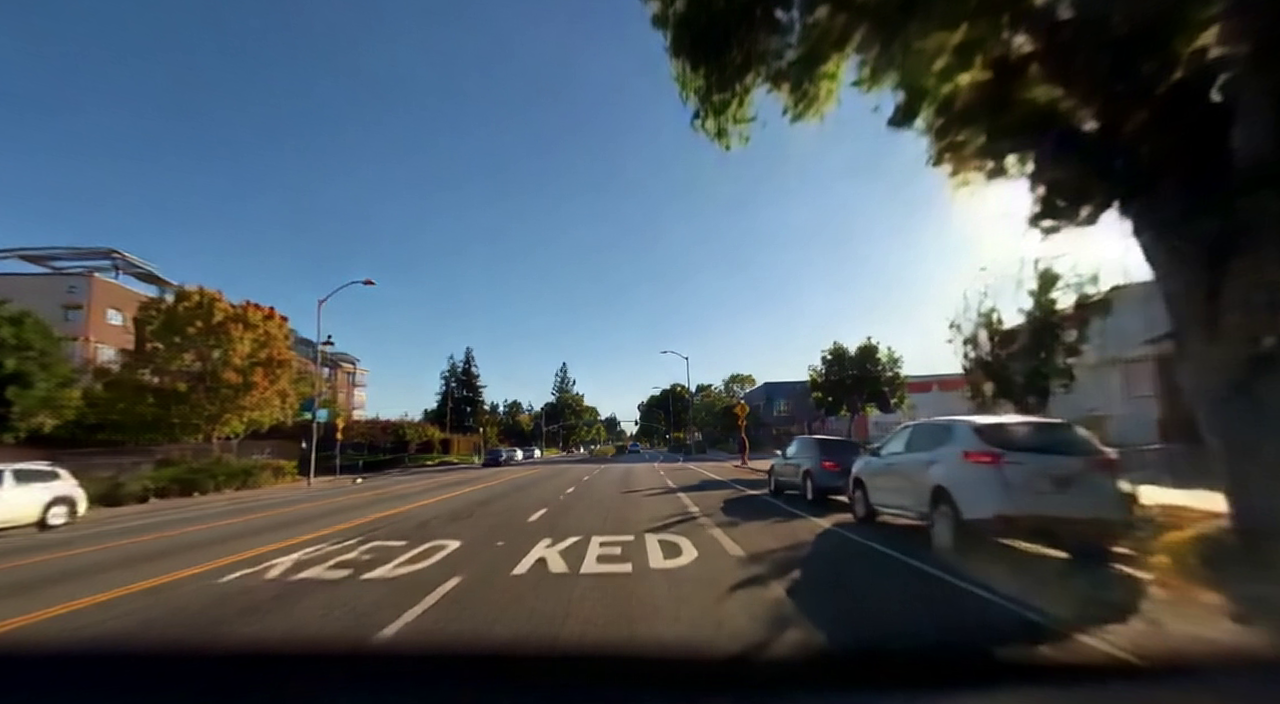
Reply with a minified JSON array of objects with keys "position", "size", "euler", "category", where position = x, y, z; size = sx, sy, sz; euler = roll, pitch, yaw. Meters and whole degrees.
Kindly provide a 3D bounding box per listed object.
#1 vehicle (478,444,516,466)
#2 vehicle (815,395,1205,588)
[{"position":[-10.793,7.802,47.995],"size":[2.022,1.569,4.275],"euler":[0,-8,-1],"category":"vehicle"},{"position":[4.070,1.632,8.272],"size":[2.220,1.752,4.782],"euler":[0,-8,1],"category":"vehicle"}]
